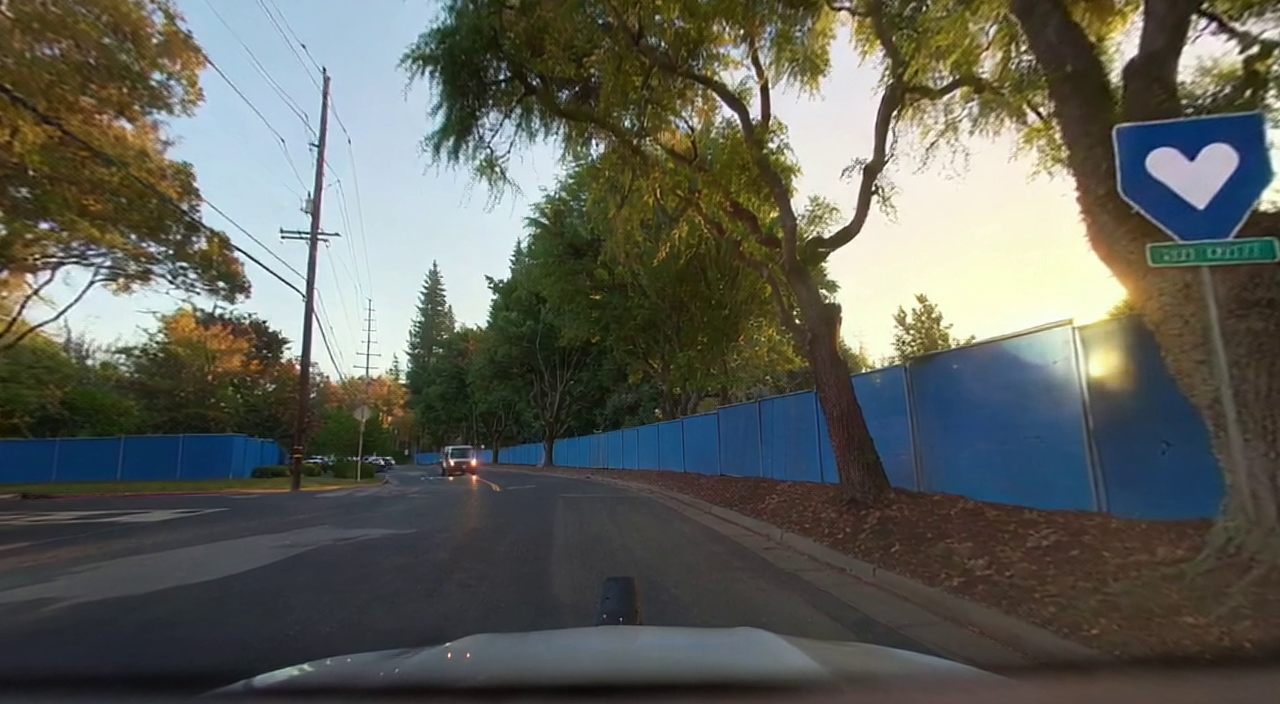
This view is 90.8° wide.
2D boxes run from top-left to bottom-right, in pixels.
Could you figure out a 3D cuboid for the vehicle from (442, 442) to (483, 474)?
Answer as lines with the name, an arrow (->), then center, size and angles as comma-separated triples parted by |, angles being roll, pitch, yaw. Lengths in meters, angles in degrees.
vehicle -> -11.394, 6.752, 40.360 | 2.185, 1.901, 4.177 | 3, -9, -19
